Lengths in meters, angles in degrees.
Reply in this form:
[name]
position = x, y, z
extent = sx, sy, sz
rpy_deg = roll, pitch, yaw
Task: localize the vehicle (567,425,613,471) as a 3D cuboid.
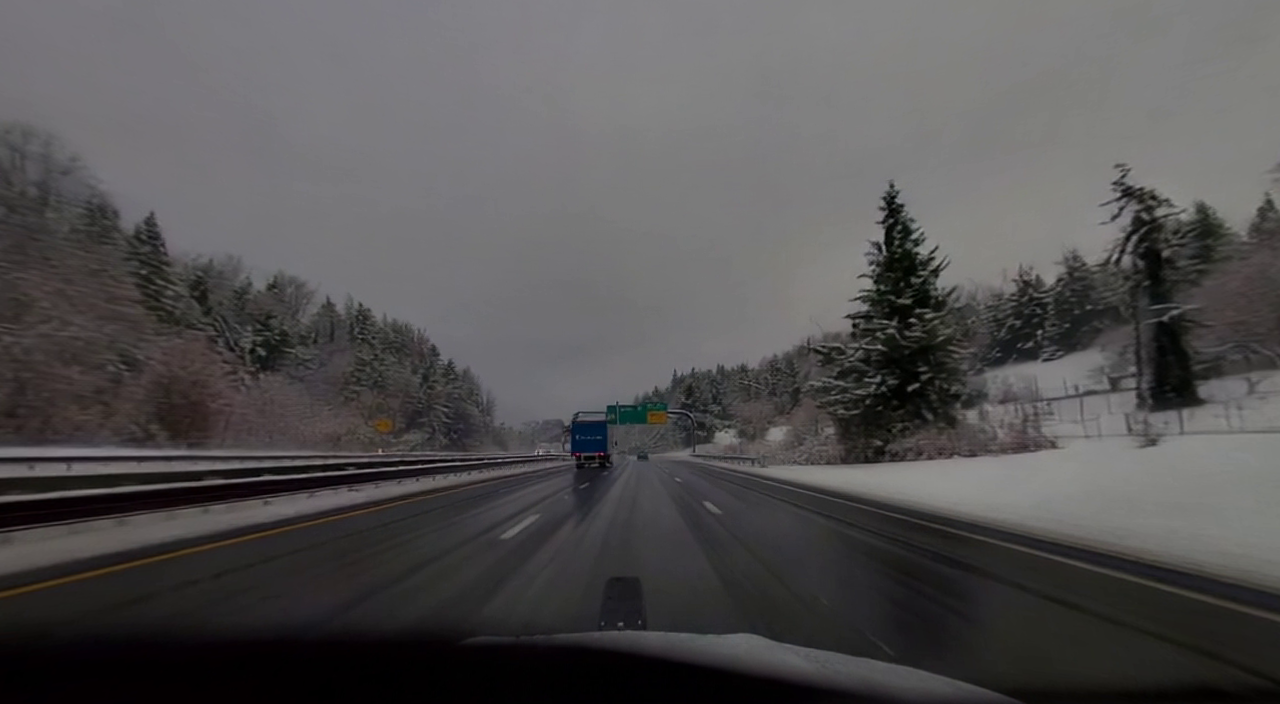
[vehicle]
position = -3.610, 7.188, 47.125
extent = 2.695, 3.151, 6.885
rpy_deg = 0, -9, 1
